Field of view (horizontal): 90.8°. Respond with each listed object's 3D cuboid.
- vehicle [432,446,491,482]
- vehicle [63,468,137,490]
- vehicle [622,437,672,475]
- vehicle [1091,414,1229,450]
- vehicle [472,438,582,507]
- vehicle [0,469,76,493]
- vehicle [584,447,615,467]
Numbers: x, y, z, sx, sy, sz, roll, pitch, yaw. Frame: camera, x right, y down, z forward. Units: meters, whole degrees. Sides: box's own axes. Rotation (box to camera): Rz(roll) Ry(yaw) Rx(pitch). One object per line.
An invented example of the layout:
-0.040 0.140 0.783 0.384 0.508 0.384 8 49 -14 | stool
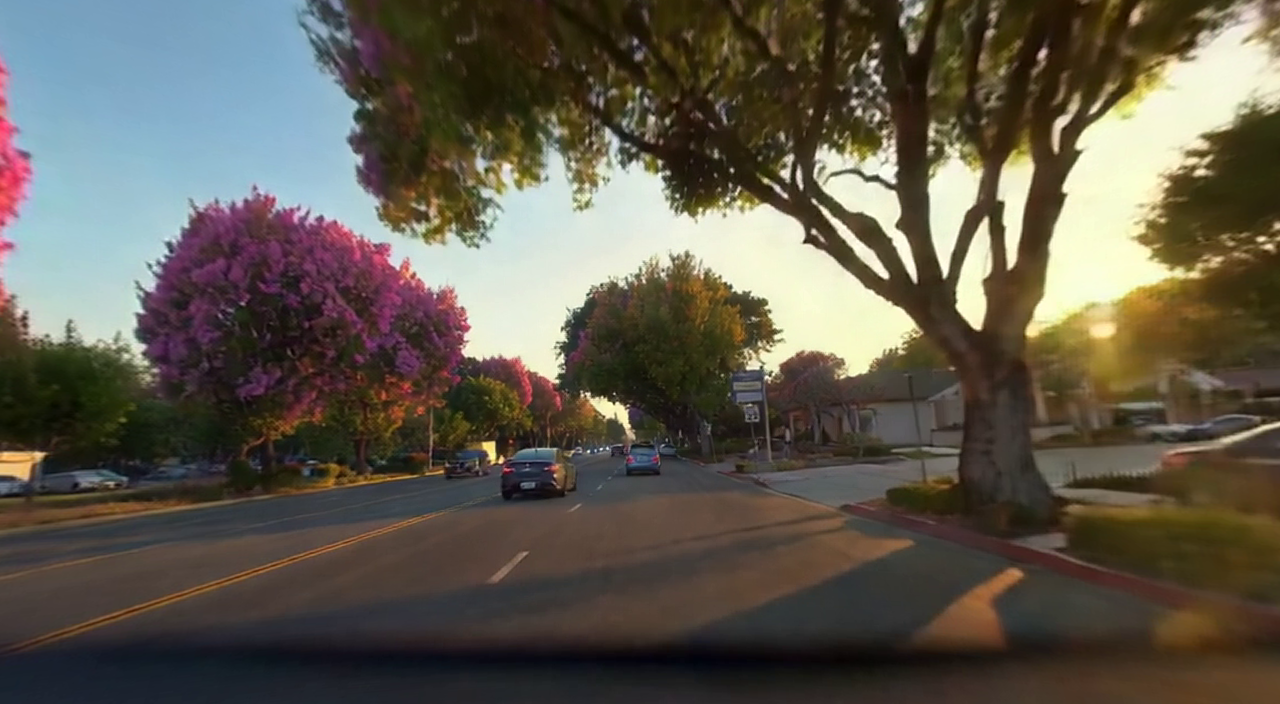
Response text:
-9.562 6.000 34.211 2.028 1.825 4.208 0 -9 -1 | vehicle
-42.086 9.877 49.287 4.089 1.565 1.759 0 -9 0 | vehicle
0.316 5.336 32.553 2.376 1.801 4.317 0 -9 0 | vehicle
23.124 3.631 28.394 1.987 1.465 4.819 0 -9 -2 | vehicle
-2.945 3.248 17.489 2.167 1.634 4.220 0 -9 1 | vehicle
-42.570 8.989 44.109 4.605 1.522 1.819 0 -9 0 | vehicle
-2.996 7.900 47.887 2.001 1.431 4.389 0 -9 0 | vehicle
